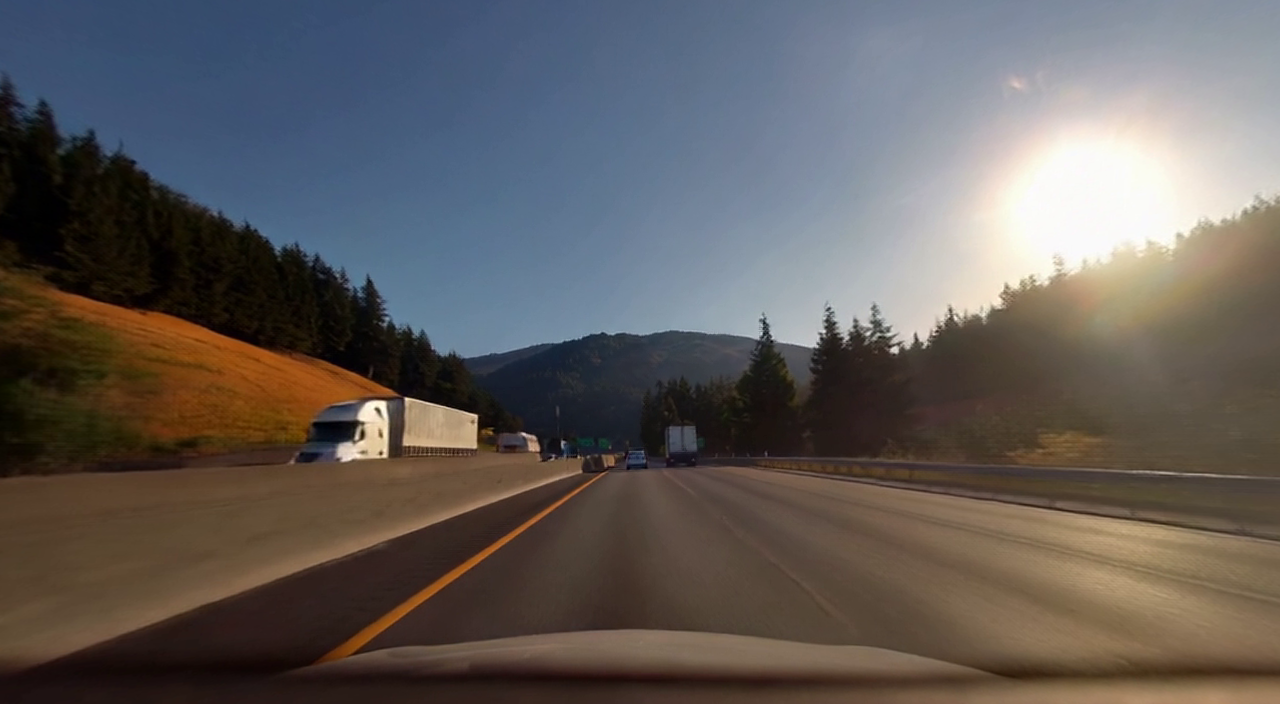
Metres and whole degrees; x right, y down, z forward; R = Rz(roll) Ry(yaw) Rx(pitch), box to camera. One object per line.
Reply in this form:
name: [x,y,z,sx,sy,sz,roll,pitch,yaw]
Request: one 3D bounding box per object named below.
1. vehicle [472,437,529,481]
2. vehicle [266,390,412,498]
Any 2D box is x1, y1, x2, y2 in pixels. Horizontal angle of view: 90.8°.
vehicle: [-8.540,6.598,39.188,2.344,2.503,5.344,-1,-9,0]
vehicle: [-12.406,3.914,26.789,2.951,3.988,6.237,-1,-9,0]
